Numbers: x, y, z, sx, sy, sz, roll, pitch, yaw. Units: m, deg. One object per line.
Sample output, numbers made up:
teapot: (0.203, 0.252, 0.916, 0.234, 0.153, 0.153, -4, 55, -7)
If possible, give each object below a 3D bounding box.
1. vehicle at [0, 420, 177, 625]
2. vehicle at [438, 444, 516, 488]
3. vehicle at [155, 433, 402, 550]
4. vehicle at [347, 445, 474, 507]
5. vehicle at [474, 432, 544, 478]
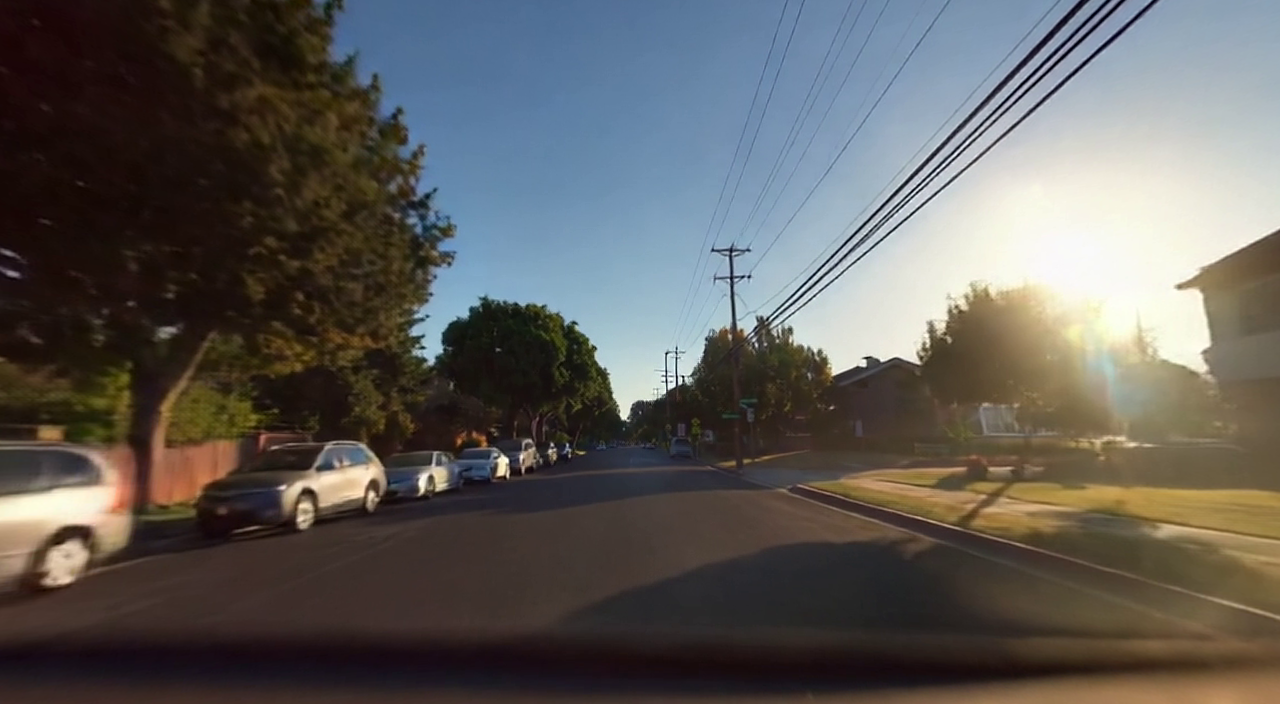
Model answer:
vehicle: (-6.239, 1.358, 4.847, 1.932, 1.673, 4.457, 0, -8, 0)
vehicle: (-6.044, 4.264, 23.946, 1.890, 1.453, 4.430, 0, -8, -2)
vehicle: (-6.192, 2.362, 11.599, 1.848, 1.698, 4.482, 0, -8, 0)
vehicle: (-6.167, 3.353, 17.602, 1.816, 1.460, 4.542, 0, -8, 0)
vehicle: (-6.165, 4.922, 30.415, 2.222, 2.022, 5.547, 0, -8, 0)
